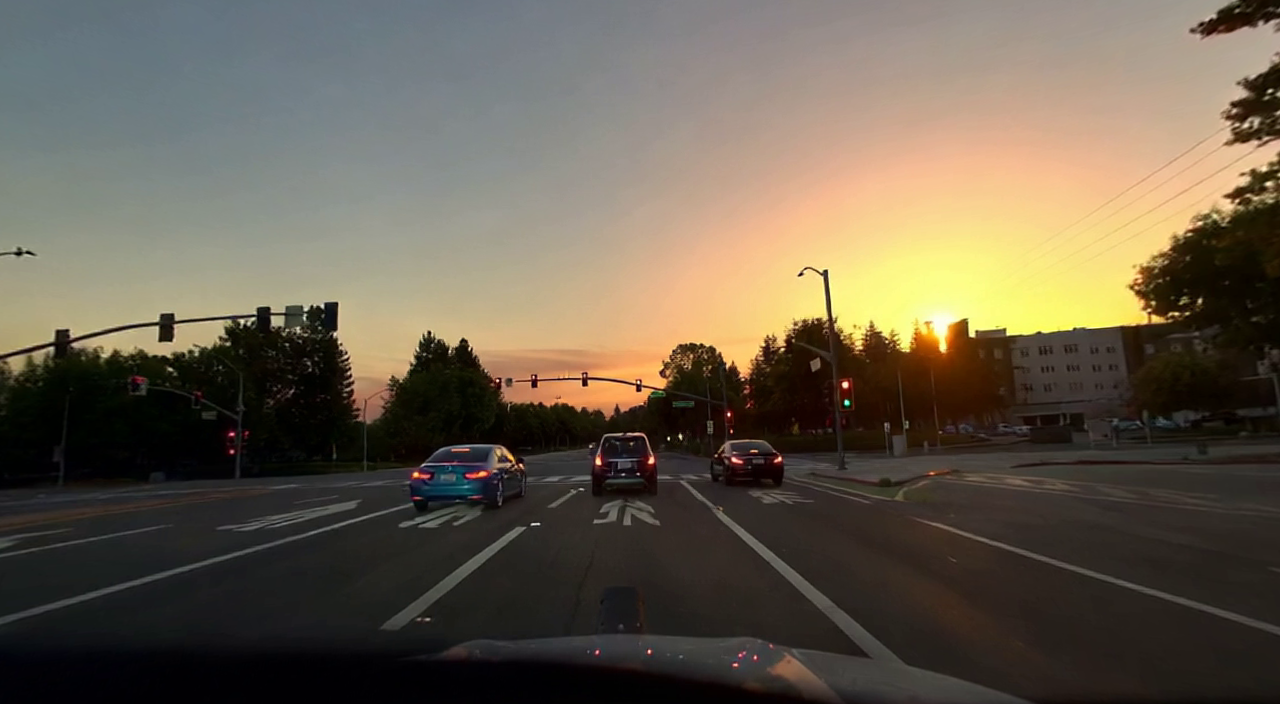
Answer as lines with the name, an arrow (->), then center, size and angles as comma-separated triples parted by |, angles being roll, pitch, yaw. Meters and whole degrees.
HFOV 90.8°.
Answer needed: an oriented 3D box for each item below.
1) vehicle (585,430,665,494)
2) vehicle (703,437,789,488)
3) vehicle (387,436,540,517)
vehicle -> -0.378, 3.112, 18.170 | 2.038, 1.599, 3.844 | 0, -8, 0
vehicle -> 3.269, 3.511, 20.439 | 1.970, 1.449, 4.433 | 0, -8, -1
vehicle -> -3.608, 2.626, 13.907 | 2.052, 1.472, 4.479 | 0, -8, 0
